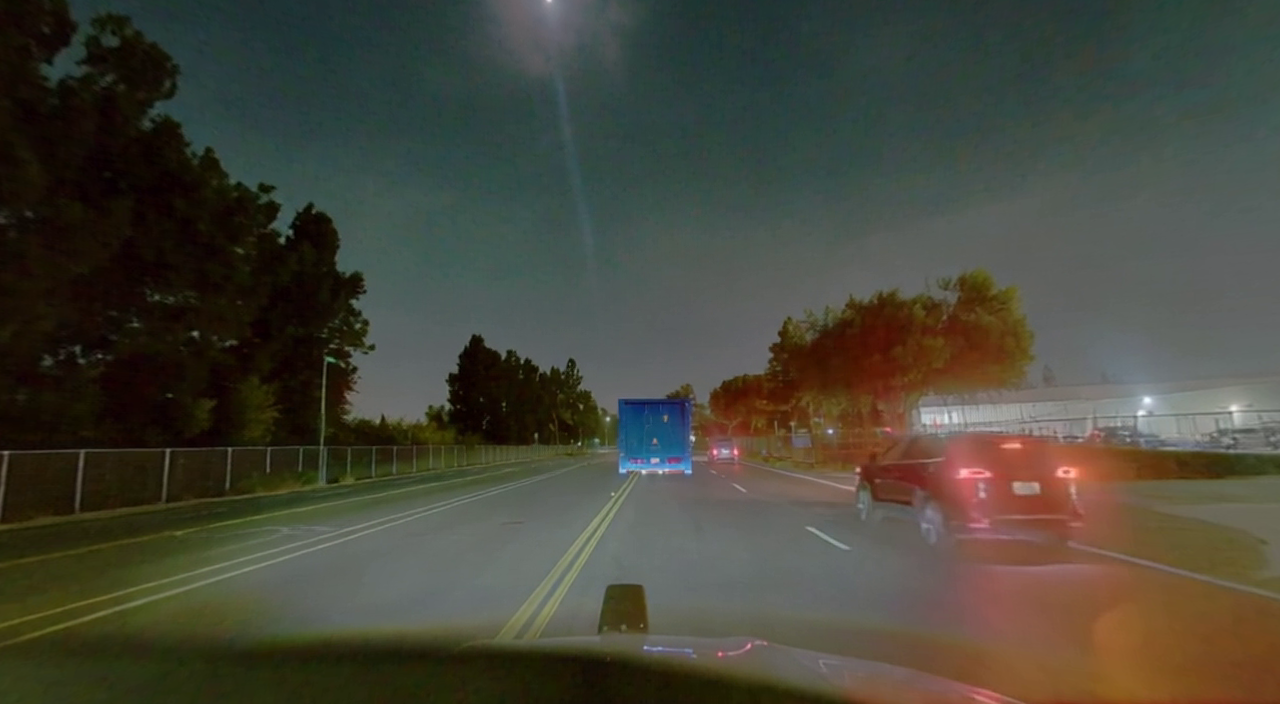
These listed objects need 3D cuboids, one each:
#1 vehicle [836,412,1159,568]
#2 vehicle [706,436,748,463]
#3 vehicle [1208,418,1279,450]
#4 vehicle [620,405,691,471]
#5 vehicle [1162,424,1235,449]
[{"bbox_3d":[4.555,1.811,9.102,2.076,1.661,4.524,0,-8,1],"label":"vehicle"},{"bbox_3d":[5.694,6.421,41.670,2.151,1.662,4.543,0,-8,1],"label":"vehicle"},{"bbox_3d":[37.495,5.015,38.081,2.389,1.806,5.792,-3,-9,18],"label":"vehicle"},{"bbox_3d":[0.797,4.424,32.326,3.197,2.963,7.055,0,-8,2],"label":"vehicle"},{"bbox_3d":[44.083,6.686,49.914,2.050,1.801,5.143,-5,-8,15],"label":"vehicle"}]
